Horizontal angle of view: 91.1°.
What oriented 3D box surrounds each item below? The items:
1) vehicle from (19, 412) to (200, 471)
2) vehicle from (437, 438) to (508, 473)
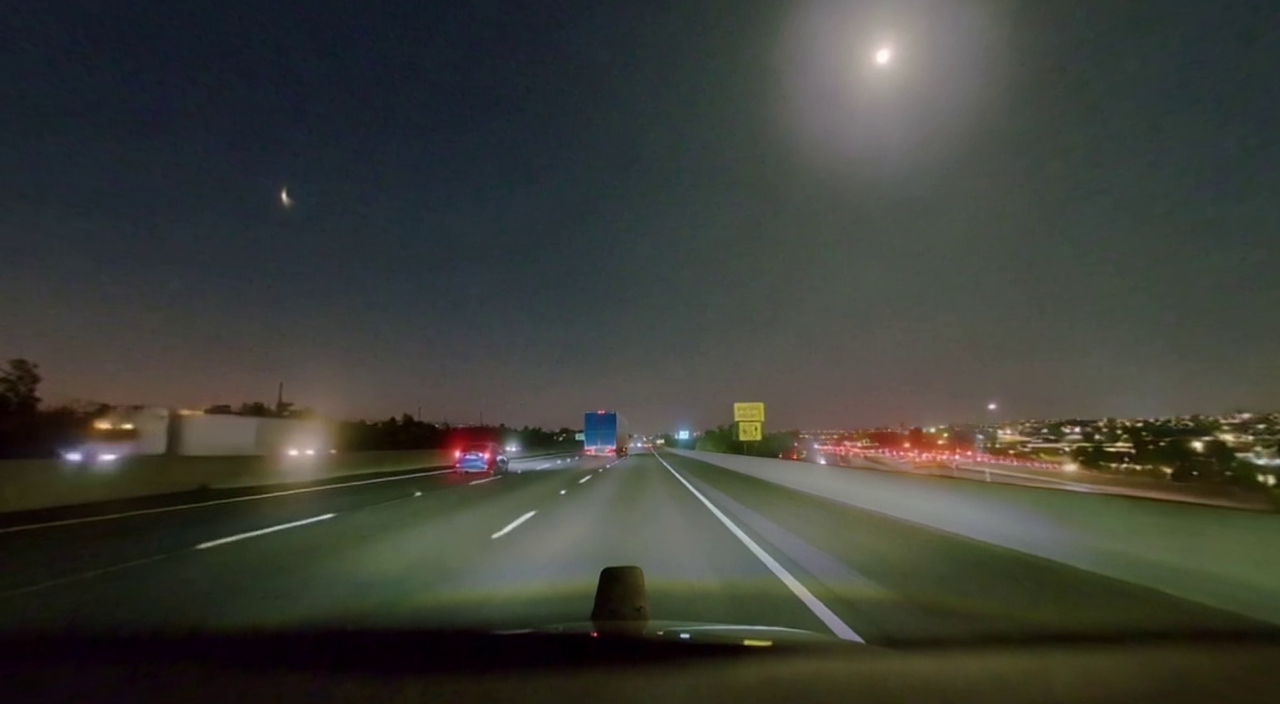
[{"bbox_3d":[-32.599,5.621,39.381,2.885,3.192,9.464,0,-8,1],"label":"vehicle"},{"bbox_3d":[-7.640,4.745,29.128,1.901,1.467,4.629,0,-8,1],"label":"vehicle"}]
